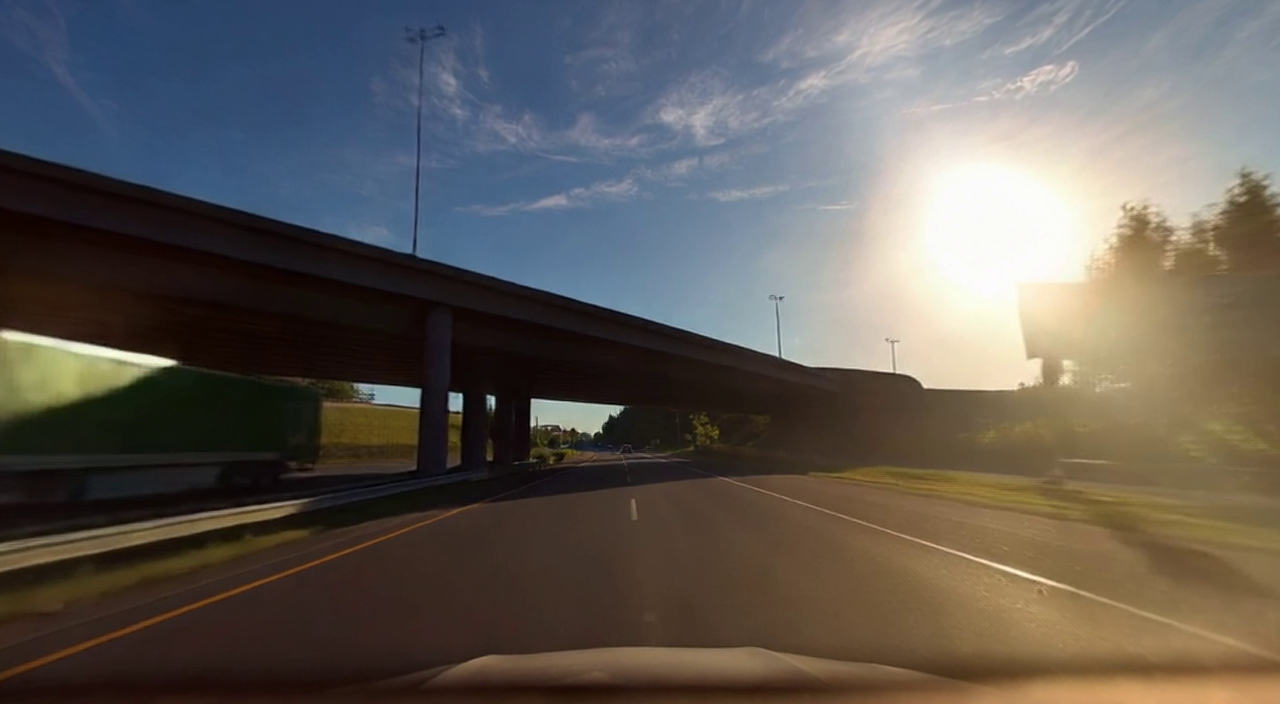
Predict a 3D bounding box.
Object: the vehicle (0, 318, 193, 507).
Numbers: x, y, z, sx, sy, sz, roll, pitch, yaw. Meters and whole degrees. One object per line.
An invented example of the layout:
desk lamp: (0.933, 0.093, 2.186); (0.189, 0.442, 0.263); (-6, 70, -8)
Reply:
vehicle: (-15.499, 1.704, 16.229); (3.391, 4.040, 5.988); (0, -9, -1)
